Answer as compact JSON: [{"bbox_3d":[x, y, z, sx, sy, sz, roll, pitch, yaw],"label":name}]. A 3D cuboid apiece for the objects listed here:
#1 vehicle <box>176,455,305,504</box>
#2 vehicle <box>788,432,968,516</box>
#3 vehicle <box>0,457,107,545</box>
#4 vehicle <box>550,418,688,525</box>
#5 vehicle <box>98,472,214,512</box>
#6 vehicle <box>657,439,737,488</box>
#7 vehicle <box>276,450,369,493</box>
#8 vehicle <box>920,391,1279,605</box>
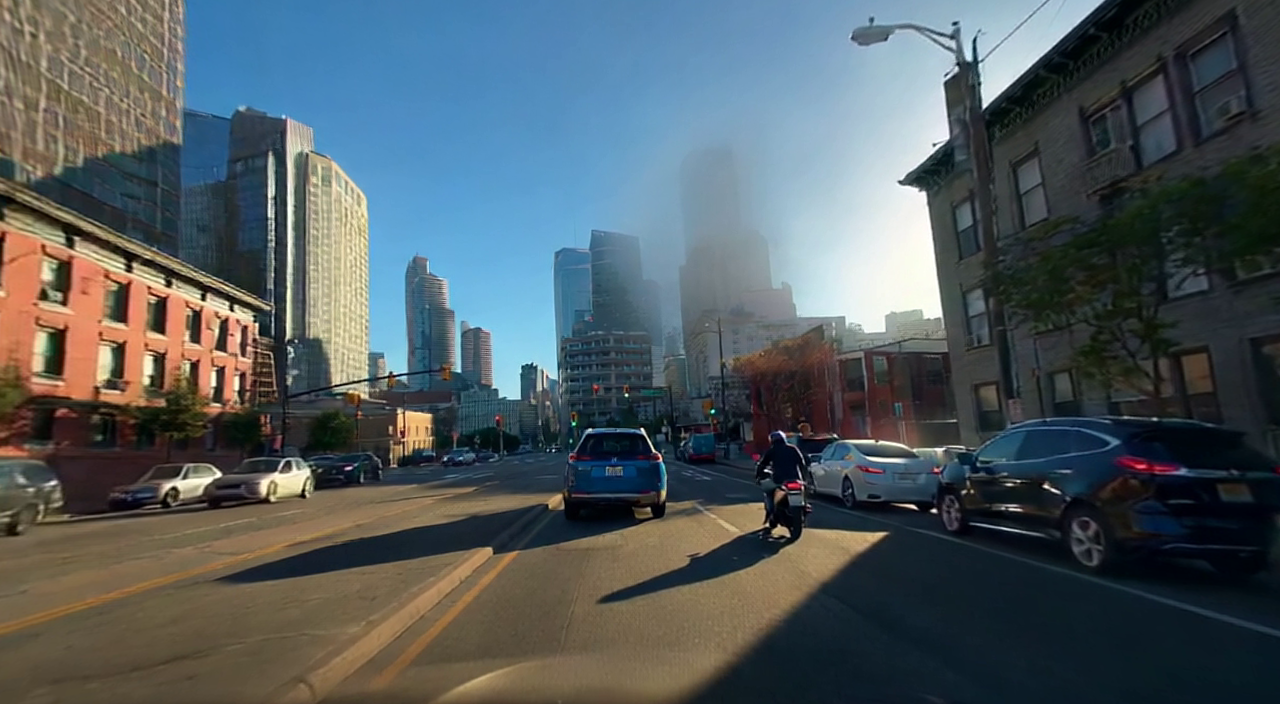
[{"bbox_3d":[-18.336,5.850,29.470,2.400,1.913,6.066,0,-9,-4],"label":"vehicle"},{"bbox_3d":[4.958,2.608,14.001,2.012,1.532,4.565,0,-9,-3],"label":"vehicle"},{"bbox_3d":[-13.798,3.039,12.810,1.880,1.702,4.719,0,-9,-2],"label":"vehicle"},{"bbox_3d":[-0.416,2.290,12.579,2.265,1.748,4.130,0,-9,-2],"label":"vehicle"},{"bbox_3d":[-21.929,6.322,28.812,1.983,1.474,4.364,0,-9,-3],"label":"vehicle"},{"bbox_3d":[1.835,3.783,21.726,2.101,1.507,4.355,0,-9,-3],"label":"vehicle"},{"bbox_3d":[-15.086,5.678,30.367,2.267,1.831,4.702,0,-9,-4],"label":"vehicle"},{"bbox_3d":[5.336,1.488,7.269,2.094,1.719,4.150,0,-9,-3],"label":"vehicle"}]
